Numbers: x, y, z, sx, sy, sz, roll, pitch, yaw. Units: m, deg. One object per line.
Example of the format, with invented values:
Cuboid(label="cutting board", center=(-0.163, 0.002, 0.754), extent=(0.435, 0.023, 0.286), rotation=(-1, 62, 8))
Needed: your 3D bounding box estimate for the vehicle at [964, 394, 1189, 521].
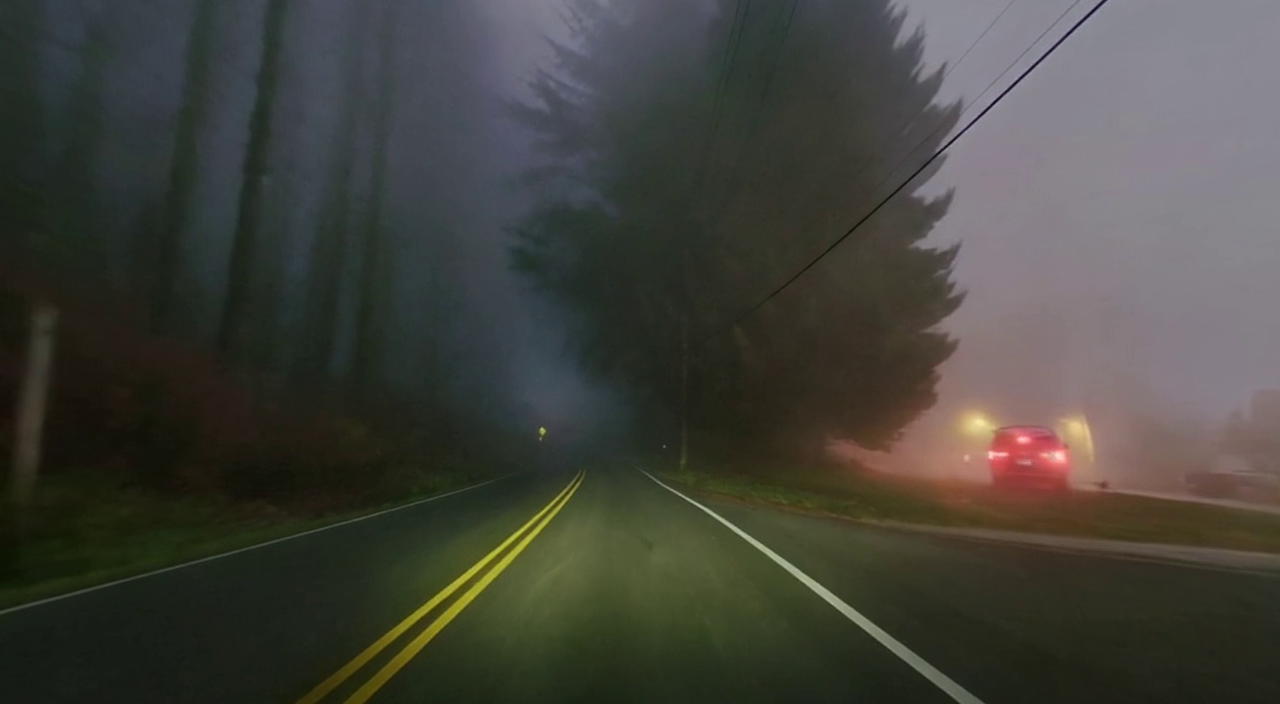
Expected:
Cuboid(label="vehicle", center=(13.394, 3.257, 19.514), extent=(5.297, 3.064, 2.935), rotation=(9, -9, -15))
